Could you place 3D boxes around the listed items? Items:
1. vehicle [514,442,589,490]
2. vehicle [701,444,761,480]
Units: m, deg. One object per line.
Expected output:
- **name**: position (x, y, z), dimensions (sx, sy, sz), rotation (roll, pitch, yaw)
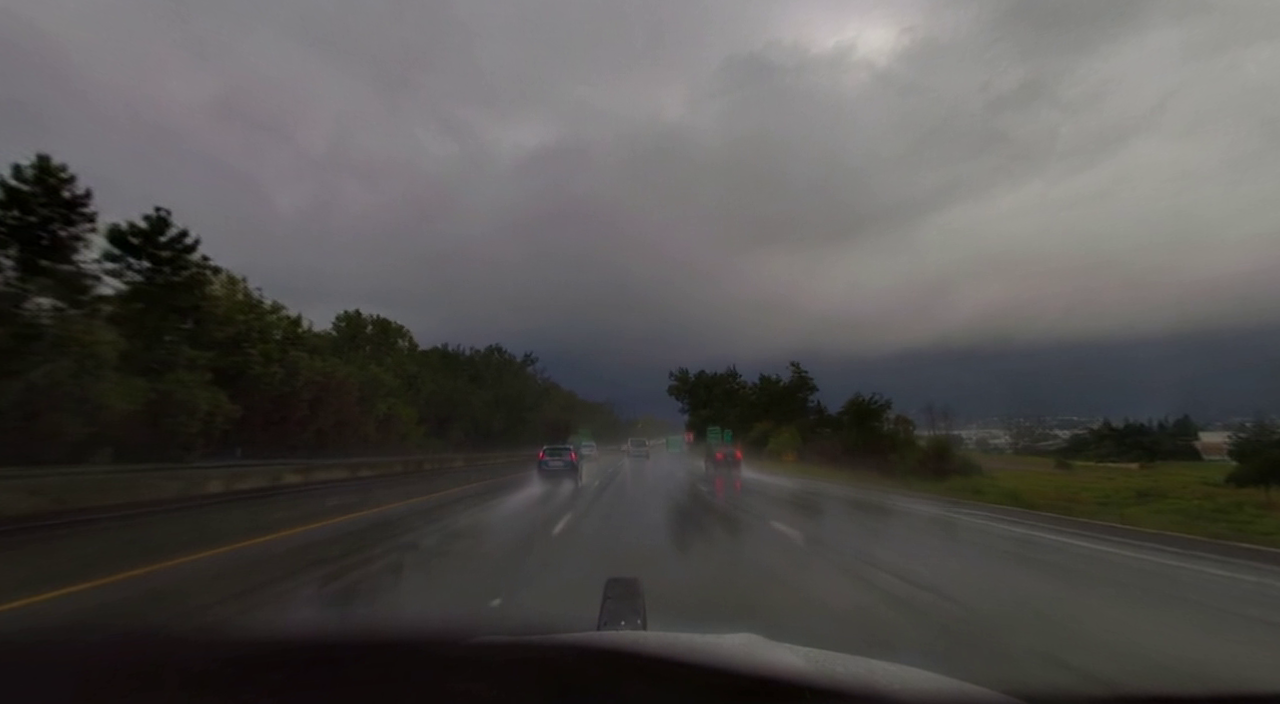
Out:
- **vehicle**: position (-2.939, 3.909, 21.907), dimensions (2.053, 1.483, 4.185), rotation (0, -9, -1)
- **vehicle**: position (3.932, 4.806, 27.790), dimensions (1.926, 1.483, 3.528), rotation (0, -9, -3)
